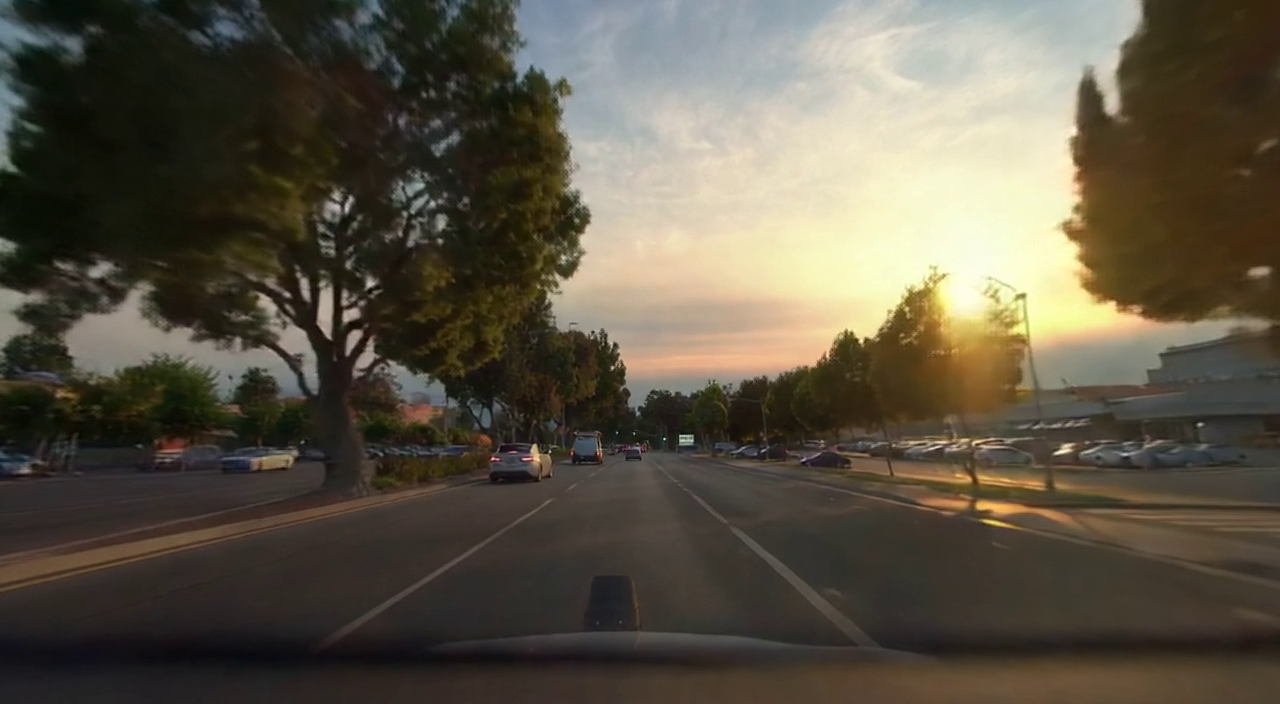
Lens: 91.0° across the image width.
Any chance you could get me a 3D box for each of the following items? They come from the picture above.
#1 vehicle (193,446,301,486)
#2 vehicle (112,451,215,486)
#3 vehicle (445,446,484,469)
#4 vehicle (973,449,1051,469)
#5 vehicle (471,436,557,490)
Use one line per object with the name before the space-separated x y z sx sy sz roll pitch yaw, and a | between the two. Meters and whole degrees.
vehicle | -19.204 5.553 31.105 2.108 1.770 4.992 0 -9 0
vehicle | -23.036 5.611 30.620 1.836 1.582 4.075 1 -9 -1
vehicle | -12.712 7.651 45.792 1.760 1.567 3.930 1 -9 -1
vehicle | 28.847 8.295 48.891 4.754 1.499 1.955 0 -9 1
vehicle | -4.252 3.826 22.047 2.109 1.672 4.256 0 -9 0
